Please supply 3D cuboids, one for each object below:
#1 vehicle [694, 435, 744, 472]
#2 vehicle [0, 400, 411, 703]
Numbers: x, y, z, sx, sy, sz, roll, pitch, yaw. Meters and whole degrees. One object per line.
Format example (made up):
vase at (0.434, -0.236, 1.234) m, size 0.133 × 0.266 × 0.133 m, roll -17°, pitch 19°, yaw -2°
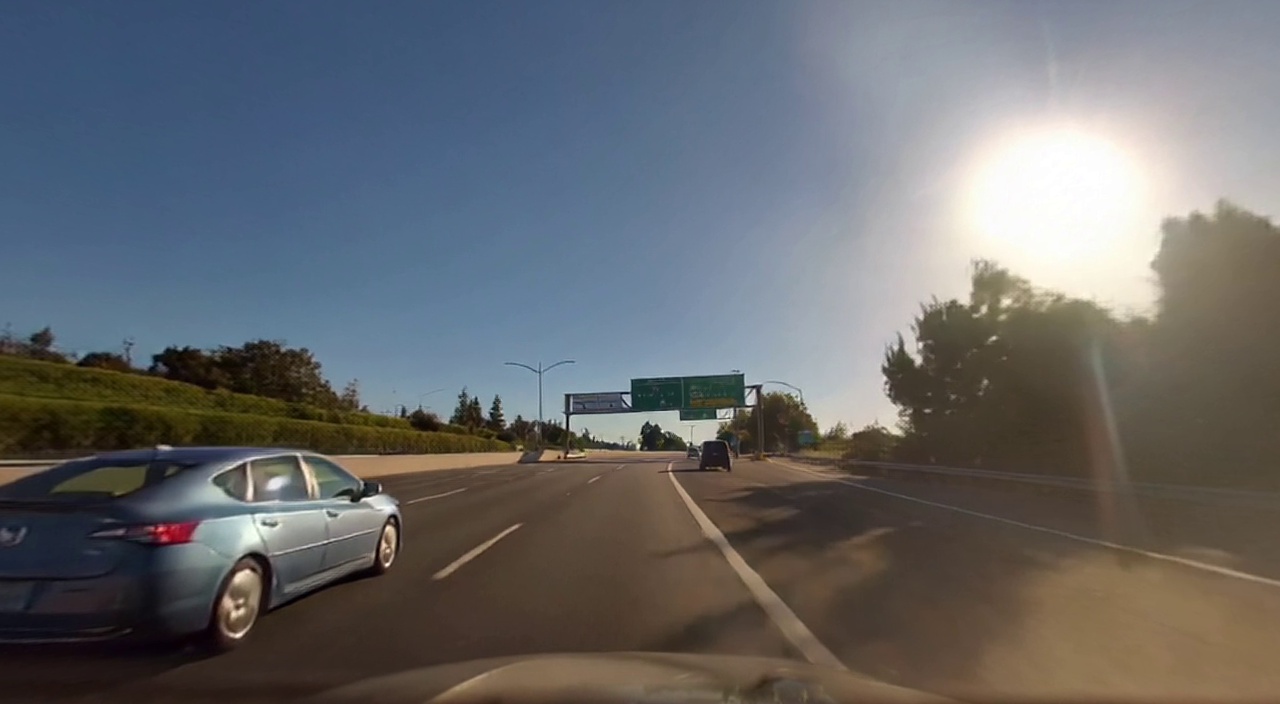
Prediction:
vehicle at (4.150, 5.409, 33.673) m, size 2.225 × 1.833 × 4.340 m, roll -1°, pitch -9°, yaw 2°
vehicle at (-3.511, 1.268, 4.624) m, size 1.937 × 1.490 × 4.372 m, roll 0°, pitch -9°, yaw 1°
